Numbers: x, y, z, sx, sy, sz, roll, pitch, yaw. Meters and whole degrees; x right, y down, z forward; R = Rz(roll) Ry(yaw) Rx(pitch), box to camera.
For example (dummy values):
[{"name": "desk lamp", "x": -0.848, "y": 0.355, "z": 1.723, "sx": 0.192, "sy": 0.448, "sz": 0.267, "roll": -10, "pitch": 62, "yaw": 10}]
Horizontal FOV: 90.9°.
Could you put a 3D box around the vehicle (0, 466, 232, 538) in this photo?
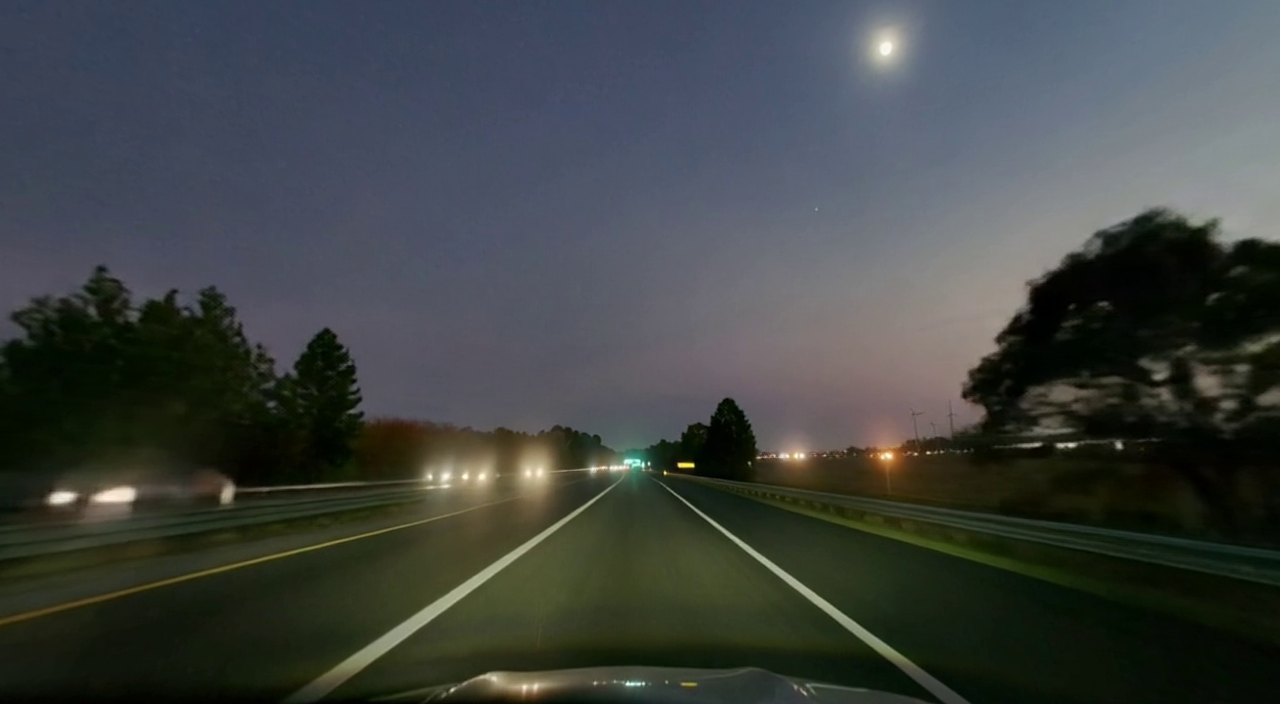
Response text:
[{"name": "vehicle", "x": -12.422, "y": 3.550, "z": 15.401, "sx": 1.884, "sy": 1.434, "sz": 4.481, "roll": 1, "pitch": -11, "yaw": 0}]

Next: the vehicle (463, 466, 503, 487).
[{"name": "vehicle", "x": -12.162, "y": 9.676, "z": 49.013, "sx": 1.978, "sy": 1.546, "sz": 4.071, "roll": 1, "pitch": -11, "yaw": 1}]
